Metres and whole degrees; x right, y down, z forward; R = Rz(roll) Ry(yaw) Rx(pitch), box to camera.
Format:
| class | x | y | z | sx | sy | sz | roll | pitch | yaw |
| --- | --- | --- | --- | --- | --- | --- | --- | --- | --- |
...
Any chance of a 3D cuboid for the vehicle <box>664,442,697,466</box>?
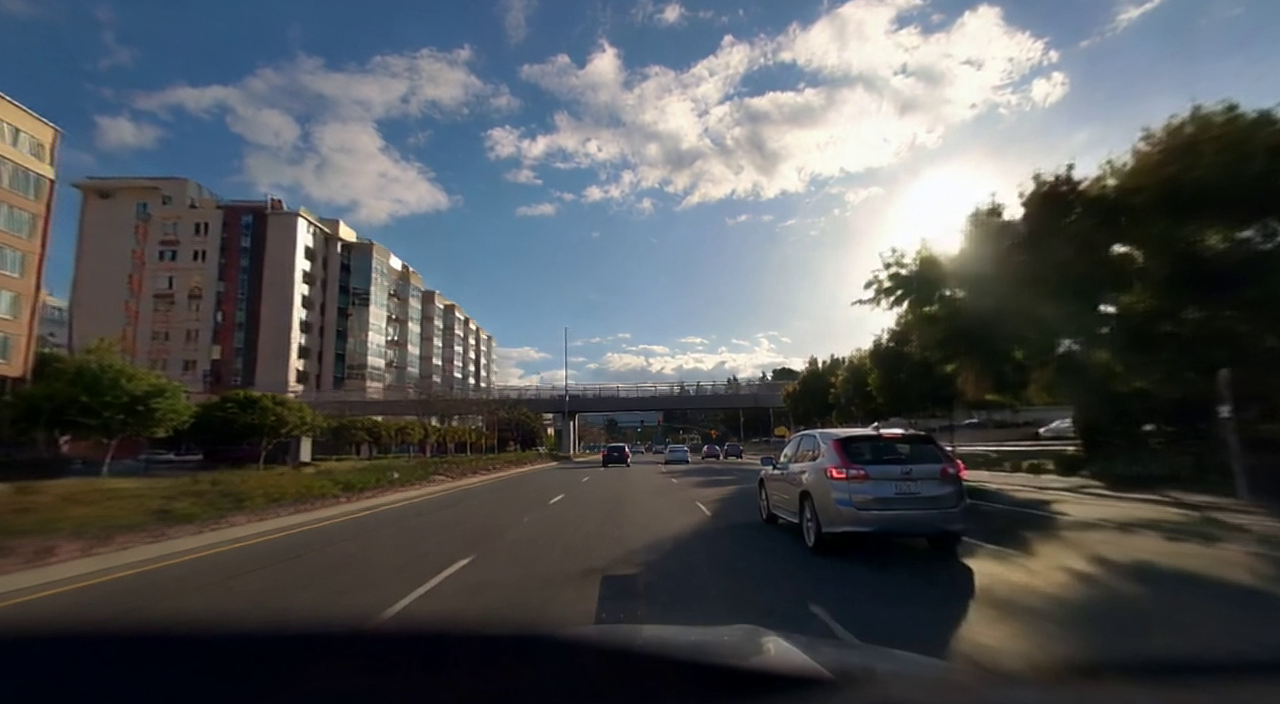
| class | x | y | z | sx | sy | sz | roll | pitch | yaw |
| --- | --- | --- | --- | --- | --- | --- | --- | --- | --- |
| vehicle | 3.025 | 7.722 | 47.957 | 2.165 | 1.708 | 3.928 | 0 | -8 | -2 |

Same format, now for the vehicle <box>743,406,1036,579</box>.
| class | x | y | z | sx | sy | sz | roll | pitch | yaw |
| --- | --- | --- | --- | --- | --- | --- | --- | --- | --- |
| vehicle | 2.922 | 1.774 | 8.828 | 2.130 | 1.741 | 4.665 | 0 | -8 | -1 |

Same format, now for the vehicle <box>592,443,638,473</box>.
| class | x | y | z | sx | sy | sz | roll | pitch | yaw |
| --- | --- | --- | --- | --- | --- | --- | --- | --- | --- |
| vehicle | -1.291 | 5.784 | 34.765 | 2.173 | 1.498 | 4.528 | 0 | -8 | 2 |
